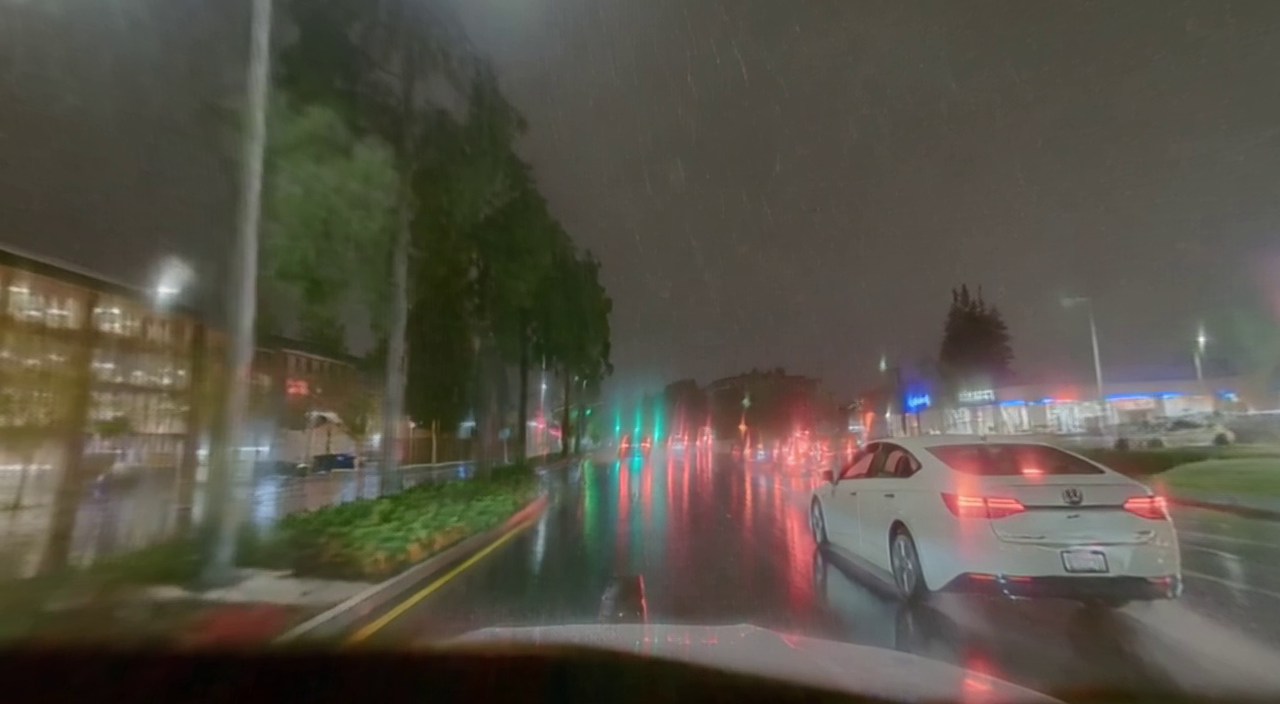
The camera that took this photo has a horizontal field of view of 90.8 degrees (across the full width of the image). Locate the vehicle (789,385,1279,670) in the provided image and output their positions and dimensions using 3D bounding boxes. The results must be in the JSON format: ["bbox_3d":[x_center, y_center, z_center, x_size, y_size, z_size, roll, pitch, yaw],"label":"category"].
[{"bbox_3d":[3.050,1.351,6.010,2.153,1.658,4.485,0,-8,0],"label":"vehicle"}]

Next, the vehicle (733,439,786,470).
[{"bbox_3d":[5.915,5.123,31.700,1.883,1.452,4.258,0,-8,1],"label":"vehicle"}]

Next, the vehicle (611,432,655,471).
[{"bbox_3d":[-0.335,5.003,31.921,2.106,1.798,4.168,0,-8,0],"label":"vehicle"}]

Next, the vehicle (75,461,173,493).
[{"bbox_3d":[-30.056,7.253,36.884,4.040,1.444,1.905,-4,-8,-1],"label":"vehicle"}]
